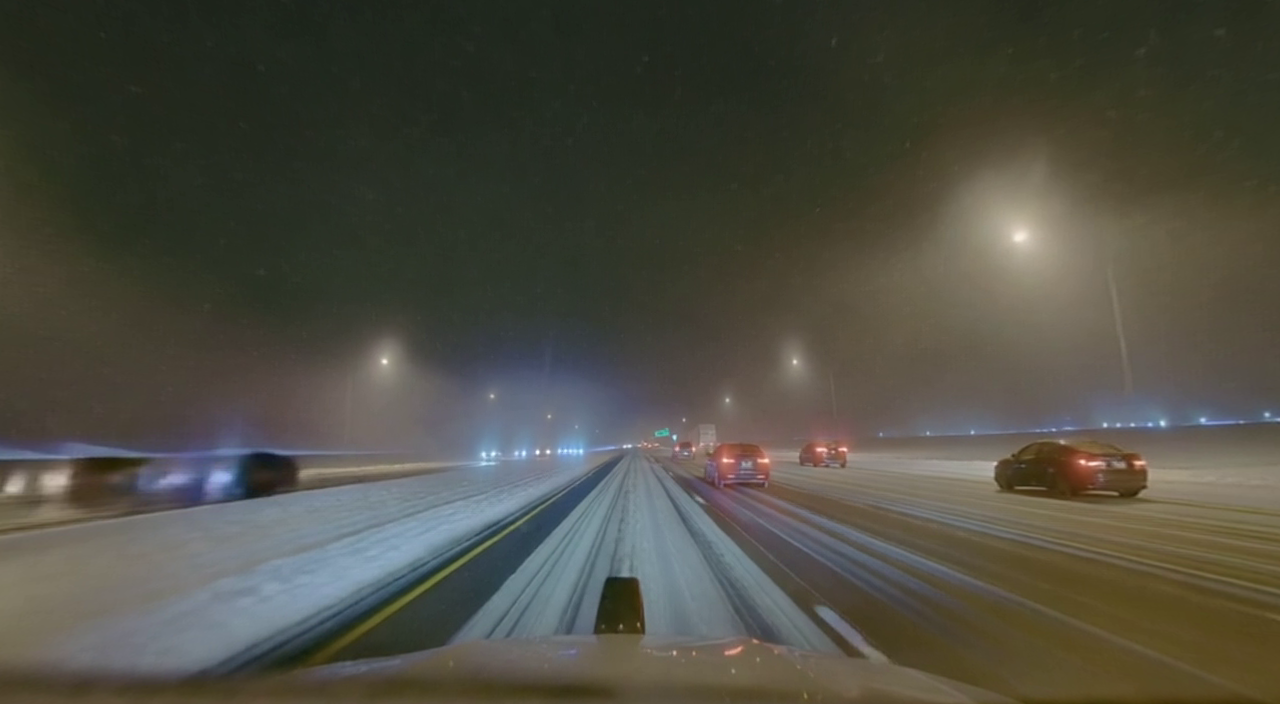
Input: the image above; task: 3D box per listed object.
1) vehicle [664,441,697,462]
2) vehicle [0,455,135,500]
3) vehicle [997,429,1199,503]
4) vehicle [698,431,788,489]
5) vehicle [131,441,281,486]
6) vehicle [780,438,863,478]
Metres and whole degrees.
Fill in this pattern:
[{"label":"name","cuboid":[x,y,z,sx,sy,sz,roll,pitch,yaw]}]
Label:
[{"label":"vehicle","cuboid":[2.999,7.437,47.496,2.038,1.477,4.313,0,-8,-2]},{"label":"vehicle","cuboid":[-22.113,4.796,24.467,2.023,1.514,3.744,0,-8,-1]},{"label":"vehicle","cuboid":[10.965,2.737,15.594,1.844,1.560,4.085,0,-8,-1]},{"label":"vehicle","cuboid":[3.122,3.385,20.161,1.977,1.601,4.598,0,-8,-2]},{"label":"vehicle","cuboid":[-14.384,3.671,21.299,1.962,1.309,4.240,1,-8,2]},{"label":"vehicle","cuboid":[7.066,4.179,25.127,1.952,1.442,4.259,0,-8,-1]}]
